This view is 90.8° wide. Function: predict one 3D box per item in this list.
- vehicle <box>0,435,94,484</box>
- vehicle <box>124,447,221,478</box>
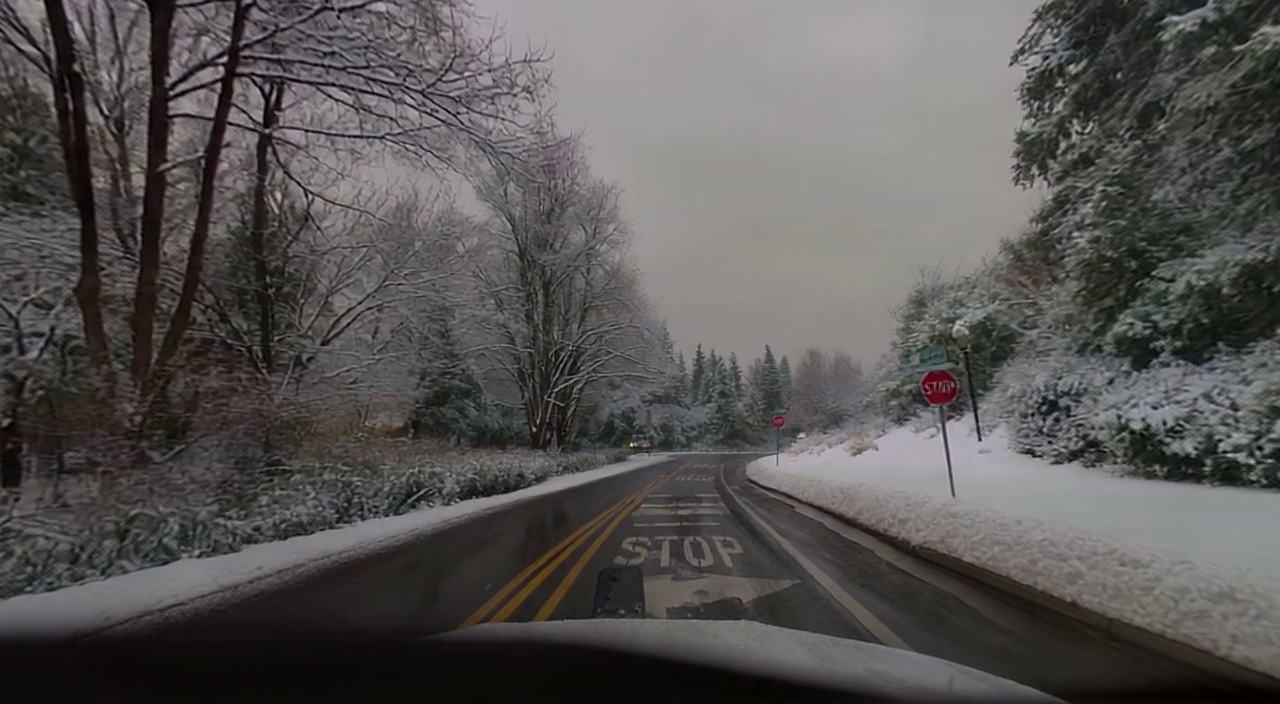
[{"bbox_3d":[-28.432,5.003,29.247,4.733,1.892,1.939,-4,-4,2],"label":"vehicle"},{"bbox_3d":[-26.606,6.279,36.027,4.007,1.459,1.952,-2,-8,1],"label":"vehicle"}]
